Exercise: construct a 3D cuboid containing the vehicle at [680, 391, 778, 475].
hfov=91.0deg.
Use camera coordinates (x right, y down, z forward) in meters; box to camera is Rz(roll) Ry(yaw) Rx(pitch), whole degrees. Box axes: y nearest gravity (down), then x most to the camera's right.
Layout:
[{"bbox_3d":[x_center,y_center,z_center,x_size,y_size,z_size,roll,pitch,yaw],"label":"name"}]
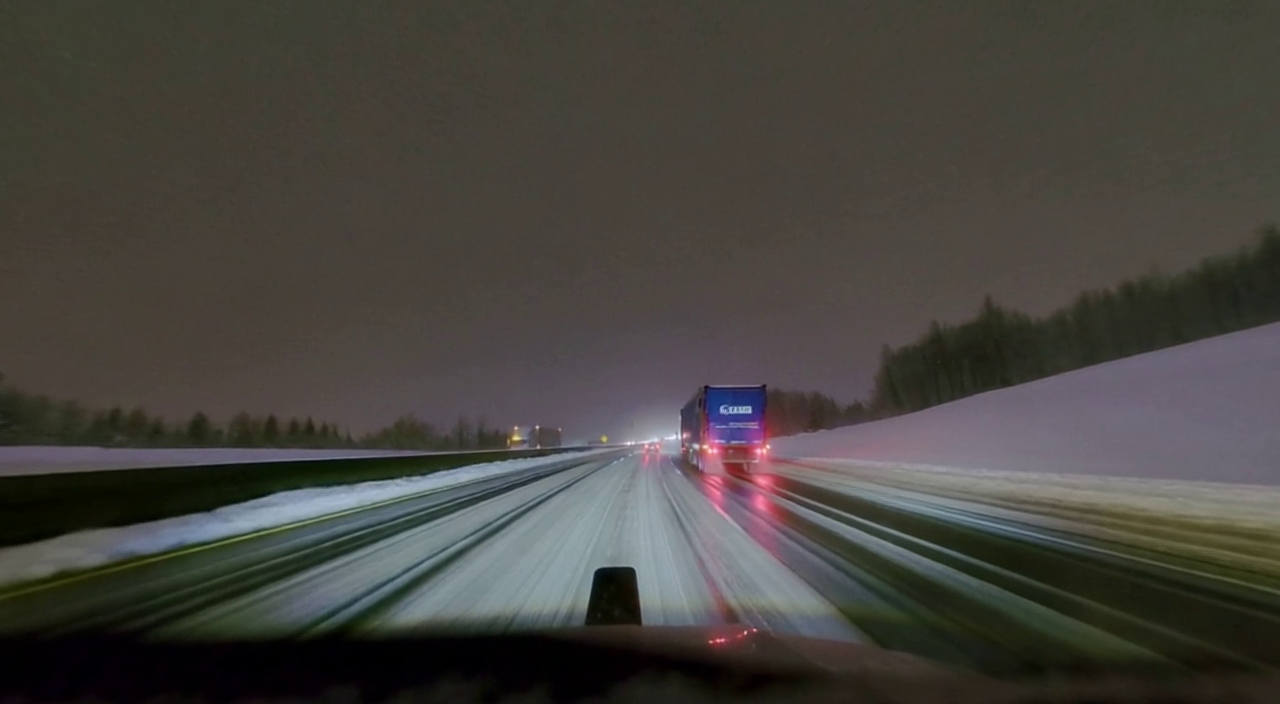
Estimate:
[{"bbox_3d":[4.144,4.246,32.703,3.306,3.531,11.717,-1,-8,0],"label":"vehicle"}]
